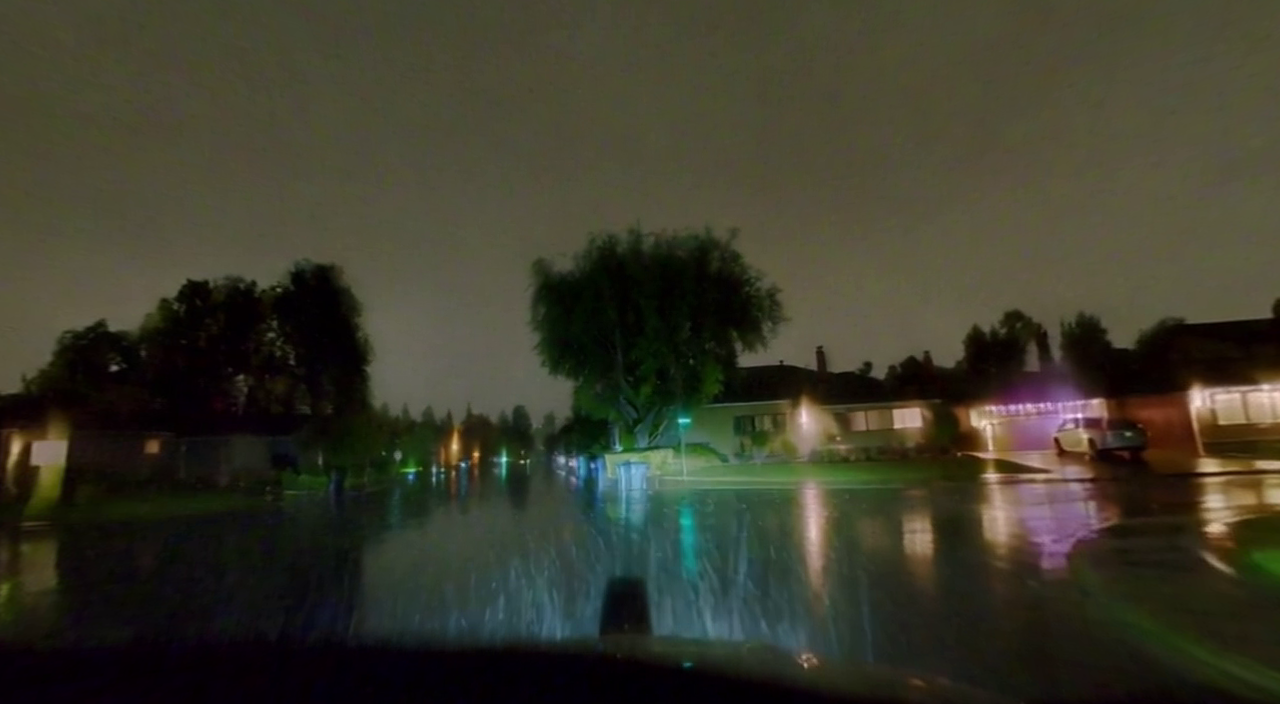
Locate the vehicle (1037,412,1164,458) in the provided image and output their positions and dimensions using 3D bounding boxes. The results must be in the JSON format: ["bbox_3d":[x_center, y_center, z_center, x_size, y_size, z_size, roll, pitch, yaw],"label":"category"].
[{"bbox_3d":[20.053,3.694,27.809,1.992,1.813,5.079,-1,-8,3],"label":"vehicle"}]
